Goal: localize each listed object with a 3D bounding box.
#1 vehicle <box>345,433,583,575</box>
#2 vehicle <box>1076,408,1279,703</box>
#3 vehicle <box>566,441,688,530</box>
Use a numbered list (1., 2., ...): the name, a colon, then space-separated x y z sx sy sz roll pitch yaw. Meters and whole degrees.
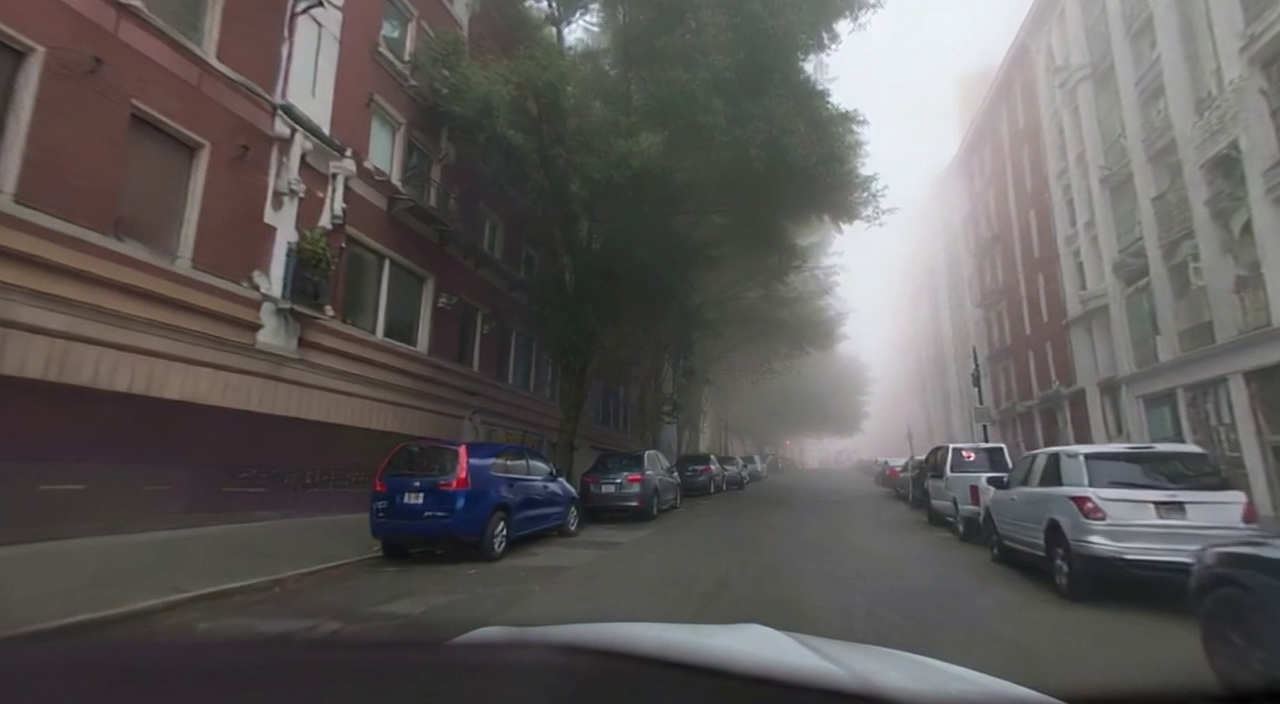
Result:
1. vehicle: -2.240 1.941 8.855 1.875 1.564 2.982 -2 -7 16
2. vehicle: 3.166 0.848 1.553 1.925 1.481 4.653 -2 -8 15
3. vehicle: -0.154 3.035 15.051 1.867 1.519 3.920 0 -4 15
